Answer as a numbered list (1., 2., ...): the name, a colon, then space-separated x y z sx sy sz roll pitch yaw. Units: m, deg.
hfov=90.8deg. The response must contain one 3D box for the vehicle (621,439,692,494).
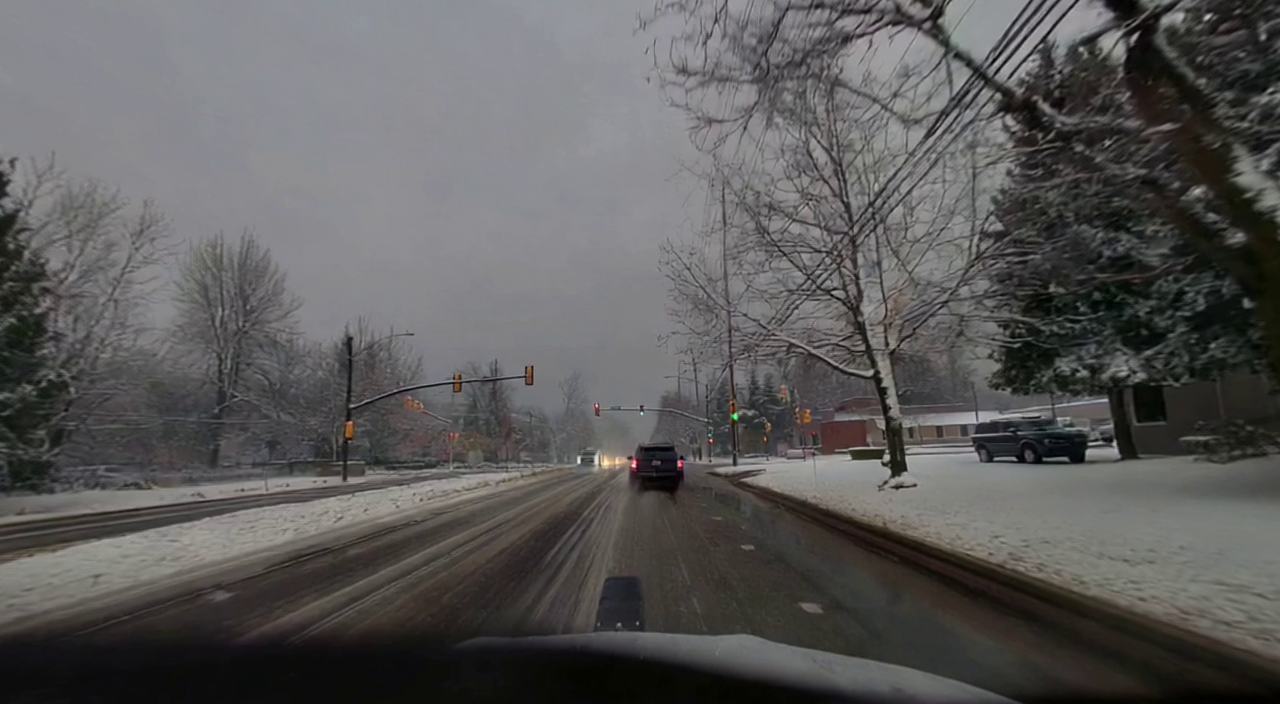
1. vehicle: 0.552 3.746 21.017 2.156 1.636 3.923 0 -9 2

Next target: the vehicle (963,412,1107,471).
1. vehicle: 14.495 3.378 23.685 2.225 1.922 5.243 -1 -9 3

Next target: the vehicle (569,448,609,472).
1. vehicle: -3.295 7.082 41.778 2.153 1.474 4.284 0 -9 2
